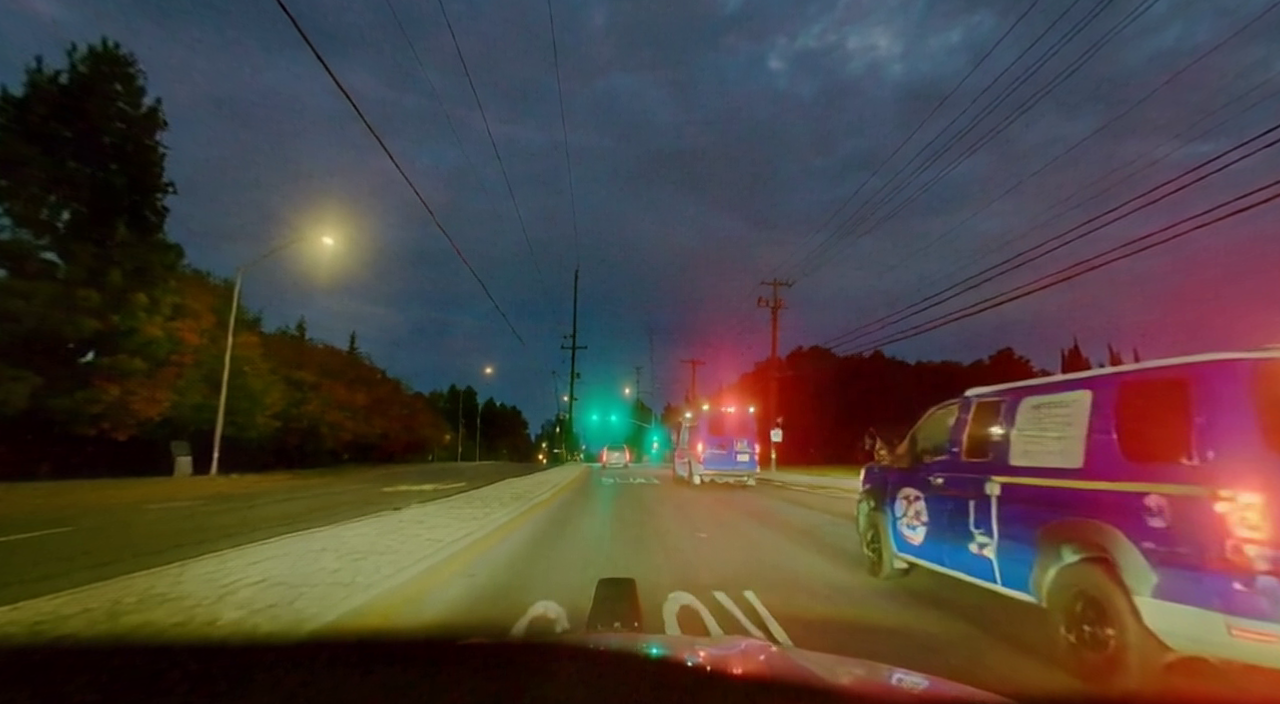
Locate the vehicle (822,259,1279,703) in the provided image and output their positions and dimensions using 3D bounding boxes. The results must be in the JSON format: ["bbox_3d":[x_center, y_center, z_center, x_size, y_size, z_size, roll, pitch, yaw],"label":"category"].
[{"bbox_3d":[3.066,0.957,4.023,2.194,1.922,4.822,0,-8,-2],"label":"vehicle"}]

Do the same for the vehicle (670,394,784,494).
[{"bbox_3d":[2.499,2.881,19.969,2.406,2.687,5.521,0,-8,-4],"label":"vehicle"}]

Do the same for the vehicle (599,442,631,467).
[{"bbox_3d":[-1.845,7.410,45.929,2.114,1.707,3.725,1,-8,-6],"label":"vehicle"}]
